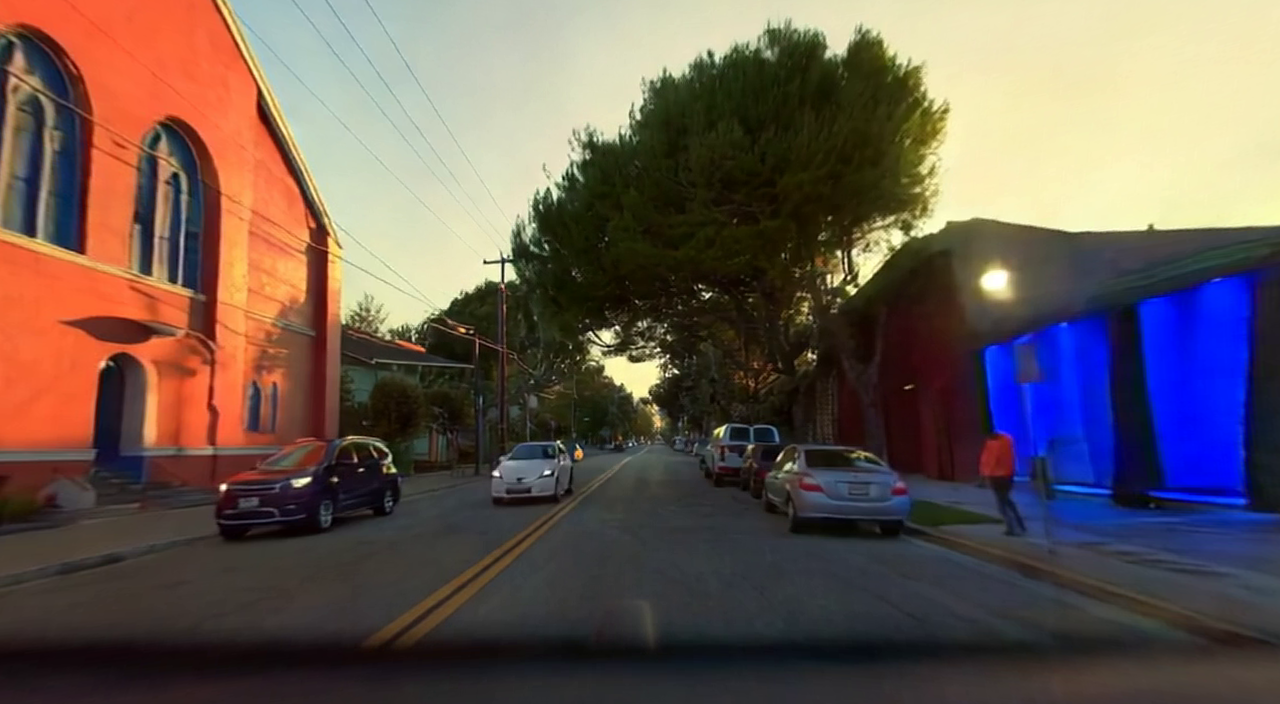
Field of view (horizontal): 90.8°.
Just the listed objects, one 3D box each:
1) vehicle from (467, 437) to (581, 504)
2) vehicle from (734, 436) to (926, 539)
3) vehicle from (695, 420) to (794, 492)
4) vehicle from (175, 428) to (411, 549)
[{"bbox_3d":[-2.882,3.080,16.798,2.036,1.515,4.437,-1,-9,2],"label":"vehicle"},{"bbox_3d":[3.093,2.318,11.471,1.966,1.471,4.552,0,-9,-1],"label":"vehicle"},{"bbox_3d":[3.148,3.288,20.199,2.263,1.996,4.870,0,-9,0],"label":"vehicle"},{"bbox_3d":[-6.351,2.487,12.313,2.140,1.746,4.385,-4,-8,0],"label":"vehicle"}]
